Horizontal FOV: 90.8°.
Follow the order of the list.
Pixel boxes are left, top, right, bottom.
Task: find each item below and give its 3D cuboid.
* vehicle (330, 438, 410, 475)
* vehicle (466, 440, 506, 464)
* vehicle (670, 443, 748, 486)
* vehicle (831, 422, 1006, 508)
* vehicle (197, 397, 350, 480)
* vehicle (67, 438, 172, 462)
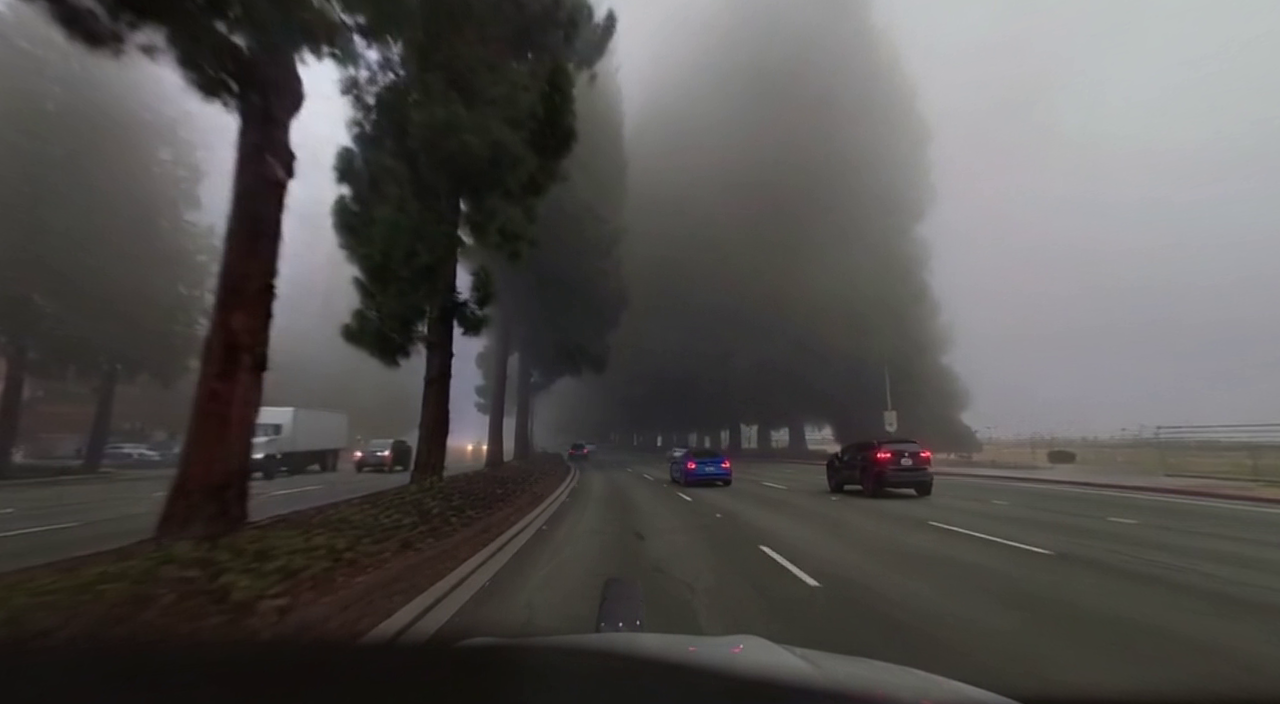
[{"bbox_3d":[-12.038,4.685,28.497,1.965,1.514,4.404,1,-8,-5],"label":"vehicle"},{"bbox_3d":[-10.287,6.731,42.500,2.056,1.506,4.616,1,-9,-6],"label":"vehicle"},{"bbox_3d":[2.333,3.954,22.541,1.990,1.347,4.388,1,-8,-4],"label":"vehicle"},{"bbox_3d":[6.327,2.622,15.059,1.987,1.730,4.373,0,-8,-3],"label":"vehicle"},{"bbox_3d":[-15.508,3.789,27.509,2.989,3.150,6.793,1,-8,-5],"label":"vehicle"},{"bbox_3d":[-38.897,7.354,47.324,5.666,1.704,2.210,0,-8,-4],"label":"vehicle"}]
